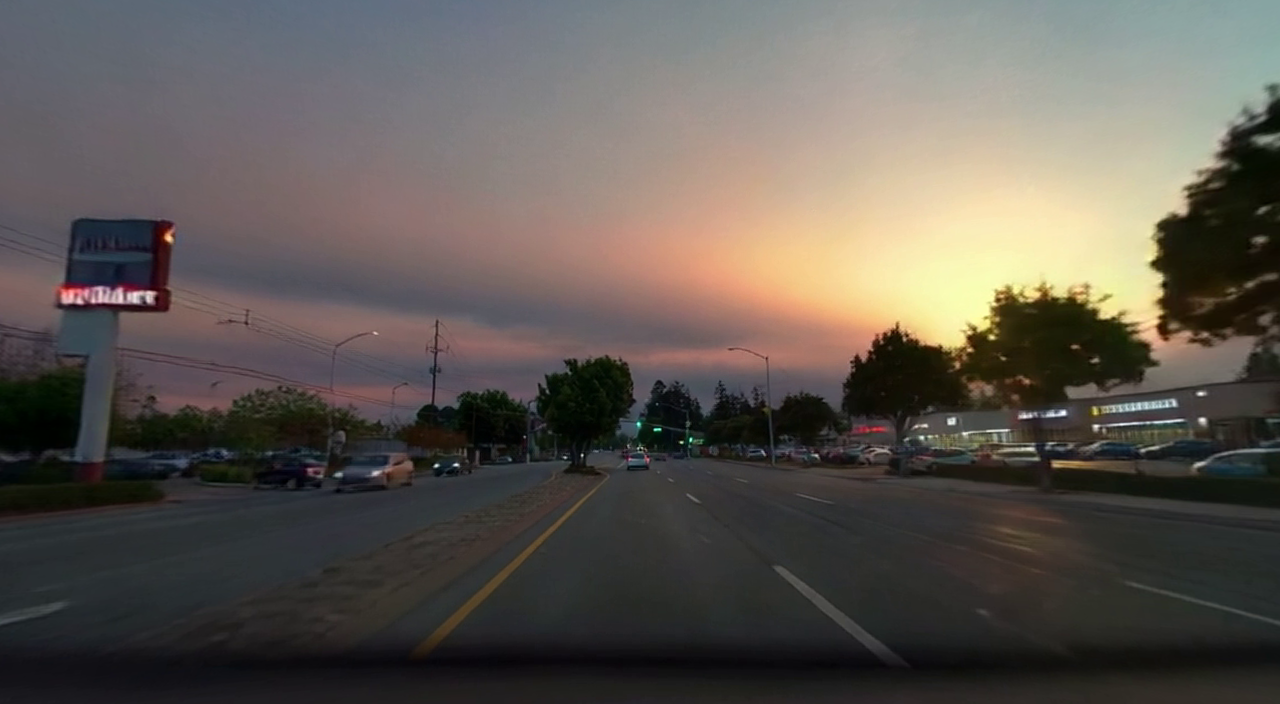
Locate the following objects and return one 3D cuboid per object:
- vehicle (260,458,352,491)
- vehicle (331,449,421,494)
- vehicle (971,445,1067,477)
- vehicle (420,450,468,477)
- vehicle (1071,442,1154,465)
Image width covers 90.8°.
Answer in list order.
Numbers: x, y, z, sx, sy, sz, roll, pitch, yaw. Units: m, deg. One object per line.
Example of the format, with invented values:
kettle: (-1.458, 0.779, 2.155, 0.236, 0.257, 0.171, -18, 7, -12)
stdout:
vehicle: (-19.766, 7.197, 37.514, 4.346, 1.755, 1.874, 8, -12, -44)
vehicle: (-11.404, 5.134, 27.648, 2.004, 1.787, 4.384, 0, -9, 0)
vehicle: (19.538, 5.569, 32.550, 4.333, 1.532, 2.037, 4, -10, -25)
vehicle: (-14.588, 8.273, 47.268, 2.046, 1.900, 4.689, 0, -9, 0)
vehicle: (32.094, 6.932, 42.992, 4.036, 1.512, 1.856, 0, -9, 1)
